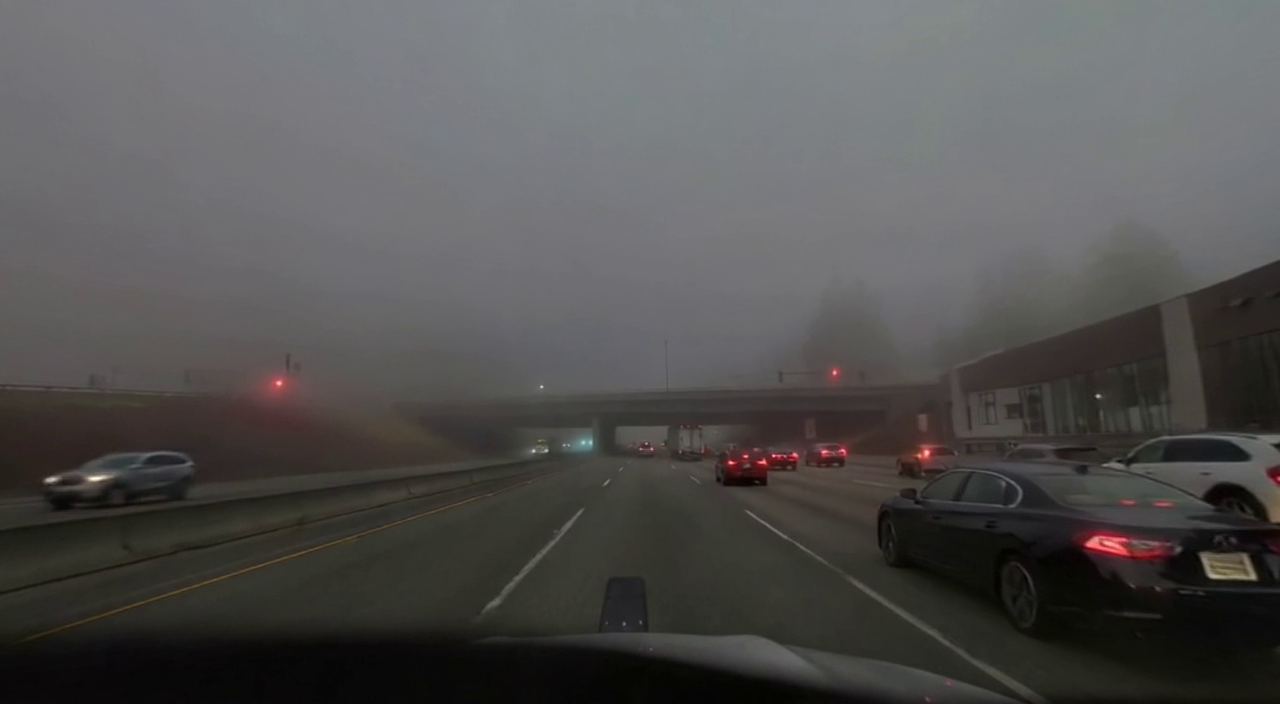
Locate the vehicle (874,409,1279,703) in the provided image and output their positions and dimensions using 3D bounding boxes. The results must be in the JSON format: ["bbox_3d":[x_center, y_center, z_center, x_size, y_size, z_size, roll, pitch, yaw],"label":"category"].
[{"bbox_3d":[3.606,1.308,4.874,1.902,1.481,4.451,0,-8,0],"label":"vehicle"}]

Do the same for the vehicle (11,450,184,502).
[{"bbox_3d":[-22.800,5.183,26.969,2.242,1.896,5.776,0,-8,1],"label":"vehicle"}]

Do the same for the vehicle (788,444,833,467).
[{"bbox_3d":[11.699,7.110,43.544,1.926,1.451,3.936,0,-8,0],"label":"vehicle"}]

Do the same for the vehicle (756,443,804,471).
[{"bbox_3d":[7.665,5.771,34.839,1.828,1.472,3.805,0,-8,0],"label":"vehicle"}]

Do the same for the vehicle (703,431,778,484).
[{"bbox_3d":[3.829,4.124,24.950,2.086,1.858,4.737,0,-8,-1],"label":"vehicle"}]
